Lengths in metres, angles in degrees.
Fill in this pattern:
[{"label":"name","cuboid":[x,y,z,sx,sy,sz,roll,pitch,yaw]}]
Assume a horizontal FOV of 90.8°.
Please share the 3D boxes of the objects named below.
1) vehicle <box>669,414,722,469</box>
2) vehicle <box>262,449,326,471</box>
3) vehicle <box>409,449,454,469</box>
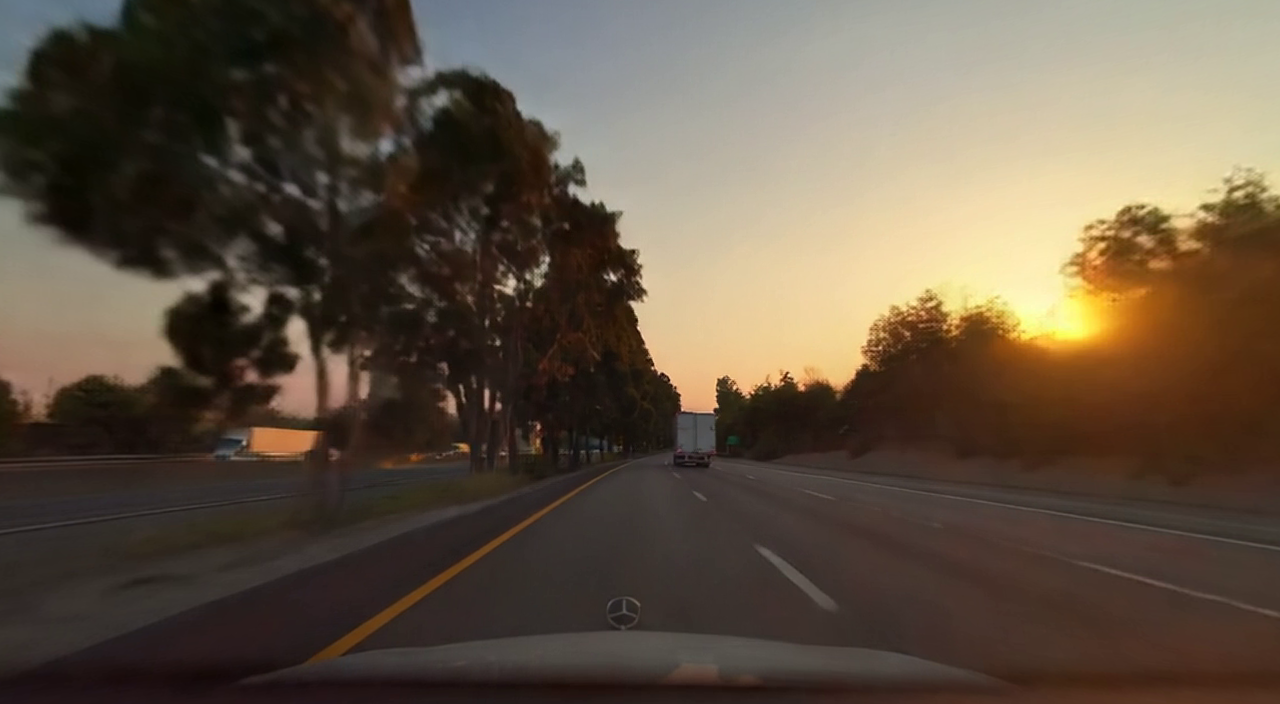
[{"label":"vehicle","cuboid":[3.973,6.965,48.682,2.928,3.595,13.975,0,-9,0]},{"label":"vehicle","cuboid":[-24.367,7.600,44.606,1.917,1.462,4.392,-1,-9,3]},{"label":"vehicle","cuboid":[-15.867,8.151,48.171,1.833,1.438,4.011,-1,-9,3]}]
